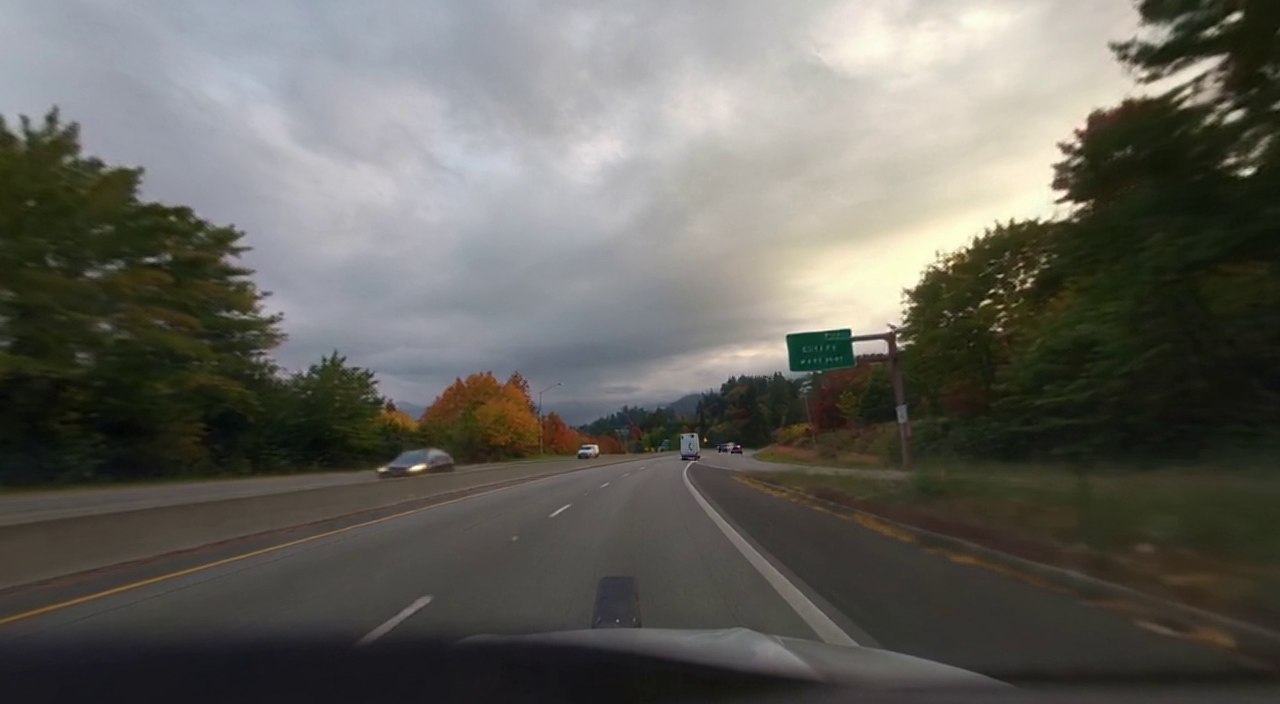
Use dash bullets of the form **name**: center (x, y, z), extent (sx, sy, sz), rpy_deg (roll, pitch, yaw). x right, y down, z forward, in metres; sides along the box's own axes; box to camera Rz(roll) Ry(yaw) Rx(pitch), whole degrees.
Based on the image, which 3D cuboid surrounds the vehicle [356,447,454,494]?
- **vehicle**: center (-8.366, 4.222, 22.729), extent (1.858, 1.498, 4.096), rpy_deg (-1, -9, 2)
